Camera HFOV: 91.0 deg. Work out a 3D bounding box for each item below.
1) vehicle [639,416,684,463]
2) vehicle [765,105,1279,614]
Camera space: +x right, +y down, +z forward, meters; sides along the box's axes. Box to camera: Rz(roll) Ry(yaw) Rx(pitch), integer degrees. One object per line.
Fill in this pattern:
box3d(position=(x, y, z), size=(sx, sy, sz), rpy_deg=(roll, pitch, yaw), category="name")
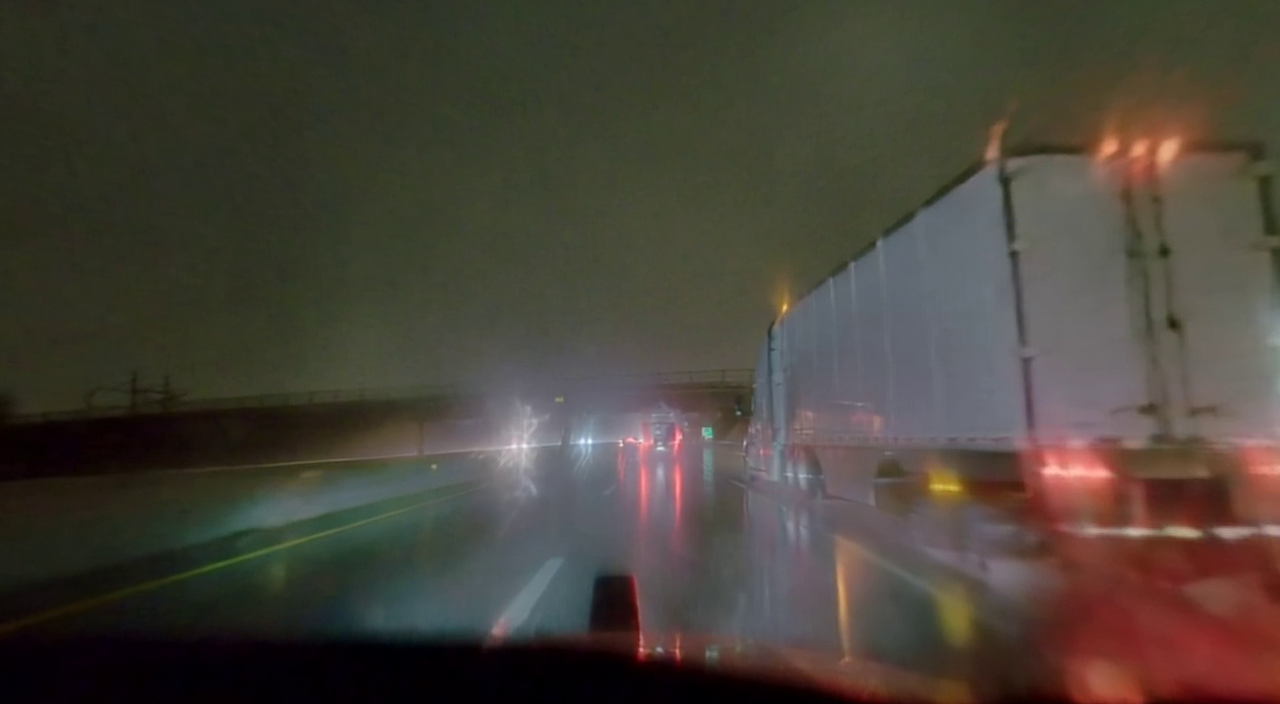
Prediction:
box3d(position=(1.272, 5.402, 38.797), size=(2.481, 2.618, 6.314), rpy_deg=(-1, -8, 1), category="vehicle")
box3d(position=(4.603, 0.719, 10.283), size=(2.997, 3.983, 10.860), rpy_deg=(1, -8, 0), category="vehicle")
